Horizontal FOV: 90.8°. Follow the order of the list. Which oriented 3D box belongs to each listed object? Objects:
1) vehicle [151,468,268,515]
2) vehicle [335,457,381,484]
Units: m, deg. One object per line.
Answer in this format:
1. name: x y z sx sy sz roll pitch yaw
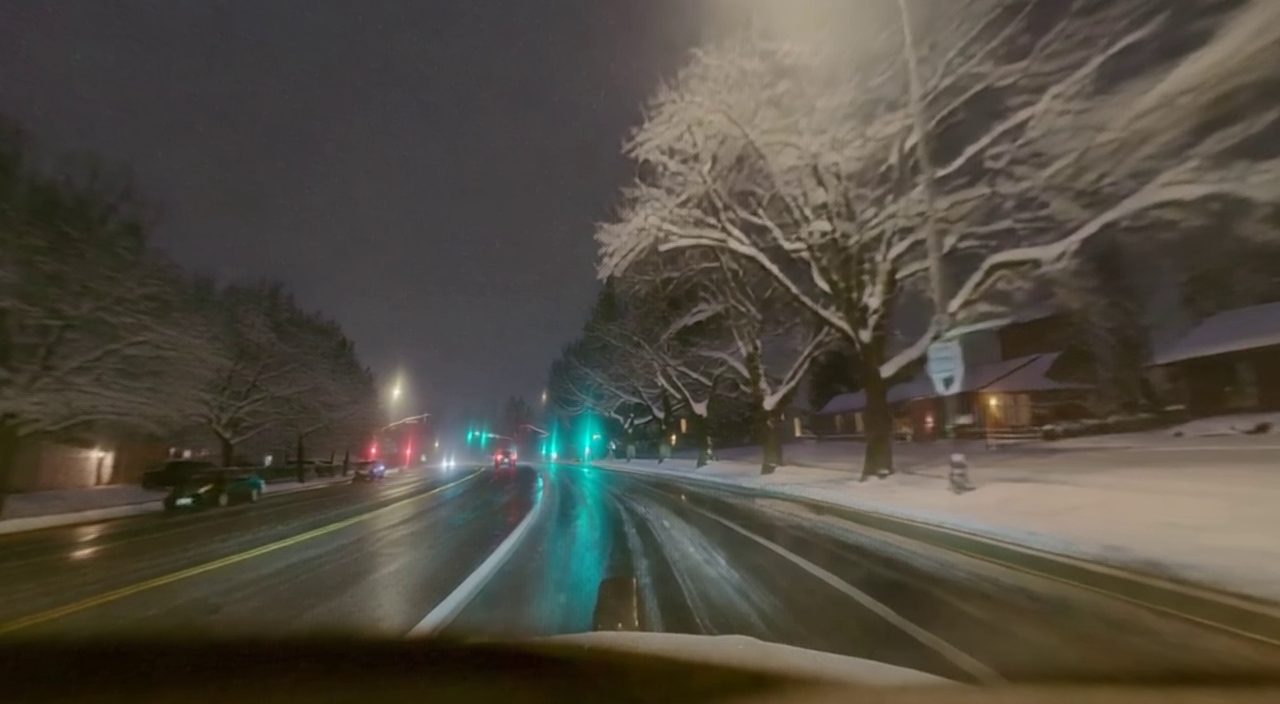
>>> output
1. vehicle: -16.528 5.334 24.604 1.911 1.436 4.554 1 -9 -9
2. vehicle: -20.940 8.810 47.107 2.029 1.726 5.366 -3 -9 -12
